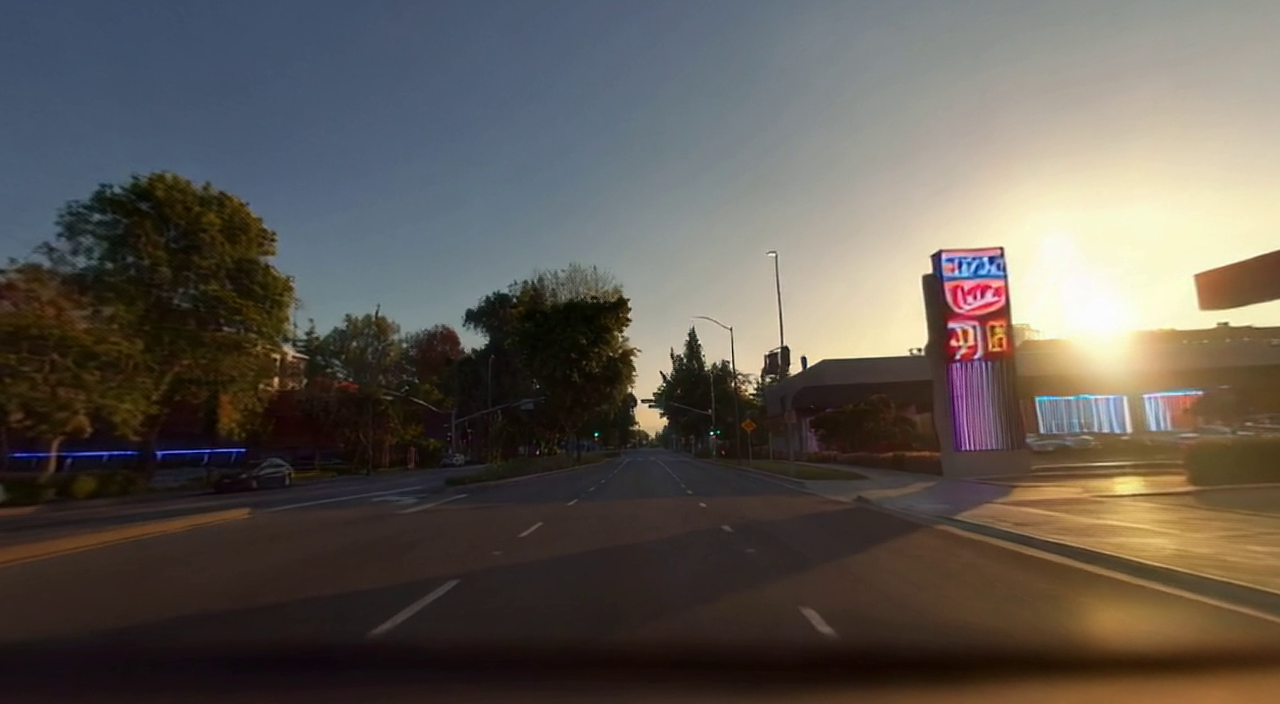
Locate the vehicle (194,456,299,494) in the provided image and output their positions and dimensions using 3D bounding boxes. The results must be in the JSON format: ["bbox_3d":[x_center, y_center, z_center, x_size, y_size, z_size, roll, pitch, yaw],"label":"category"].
[{"bbox_3d":[-18.097,5.659,29.267,1.938,1.465,4.744,-2,-9,-1],"label":"vehicle"}]
